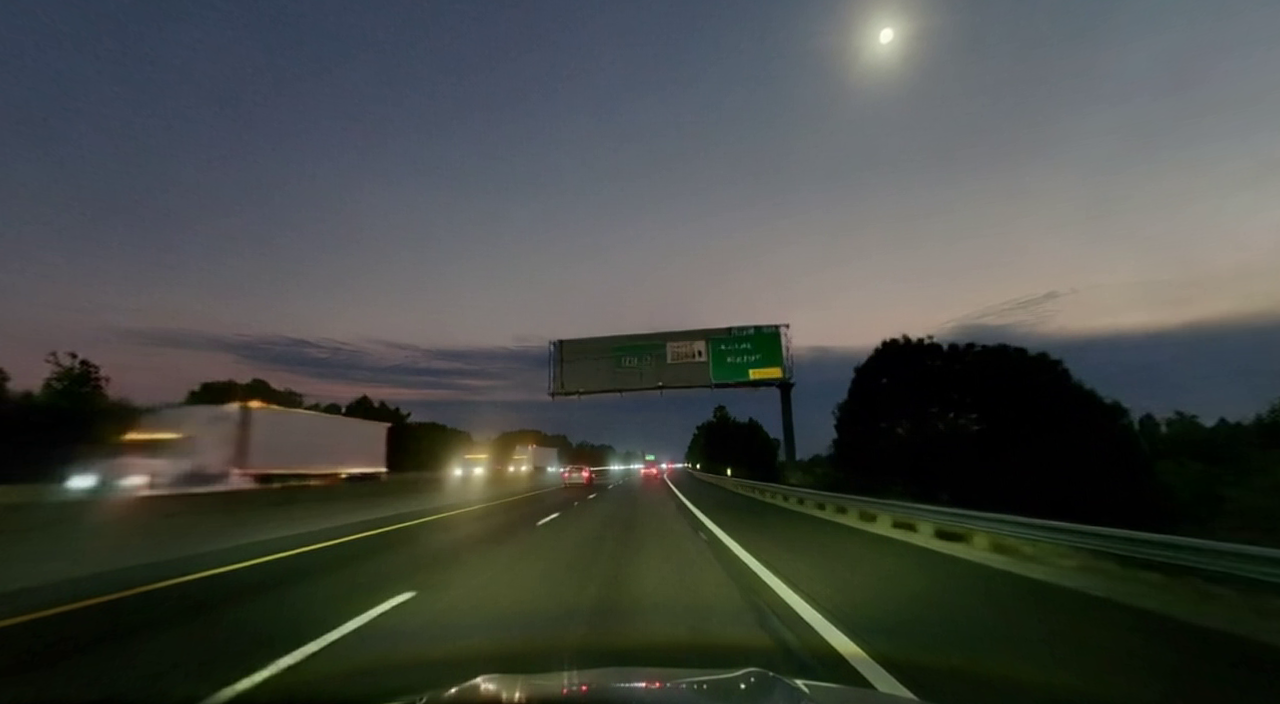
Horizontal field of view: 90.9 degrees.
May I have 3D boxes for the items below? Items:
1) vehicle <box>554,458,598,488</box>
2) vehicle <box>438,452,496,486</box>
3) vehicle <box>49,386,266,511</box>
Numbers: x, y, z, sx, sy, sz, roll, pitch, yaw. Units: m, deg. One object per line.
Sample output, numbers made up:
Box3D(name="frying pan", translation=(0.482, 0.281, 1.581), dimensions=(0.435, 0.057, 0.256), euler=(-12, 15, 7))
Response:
Box3D(name="vehicle", translation=(-3.970, 7.689, 40.012), dimensions=(2.160, 1.721, 4.368), euler=(1, -10, 2))
Box3D(name="vehicle", translation=(-12.114, 8.255, 44.514), dimensions=(2.282, 2.189, 5.633), euler=(1, -10, 2))
Box3D(name="vehicle", translation=(-17.232, 3.611, 23.213), dimensions=(3.027, 3.952, 5.790), euler=(1, -10, 1))
